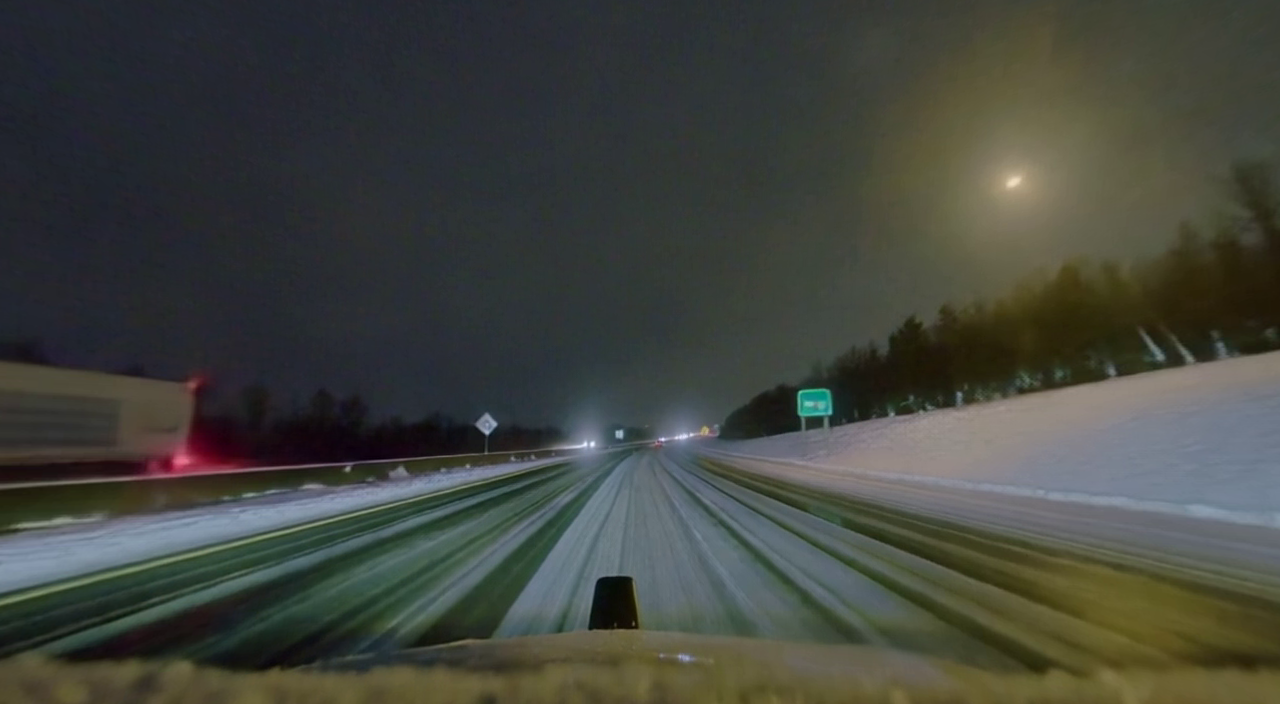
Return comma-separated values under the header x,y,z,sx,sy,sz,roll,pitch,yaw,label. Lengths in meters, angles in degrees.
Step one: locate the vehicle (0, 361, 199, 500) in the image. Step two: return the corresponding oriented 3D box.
x,y,z,sx,sy,sz,roll,pitch,yaw,label
-20.510,2.541,20.034,2.876,4.105,13.996,-1,-8,0,vehicle
